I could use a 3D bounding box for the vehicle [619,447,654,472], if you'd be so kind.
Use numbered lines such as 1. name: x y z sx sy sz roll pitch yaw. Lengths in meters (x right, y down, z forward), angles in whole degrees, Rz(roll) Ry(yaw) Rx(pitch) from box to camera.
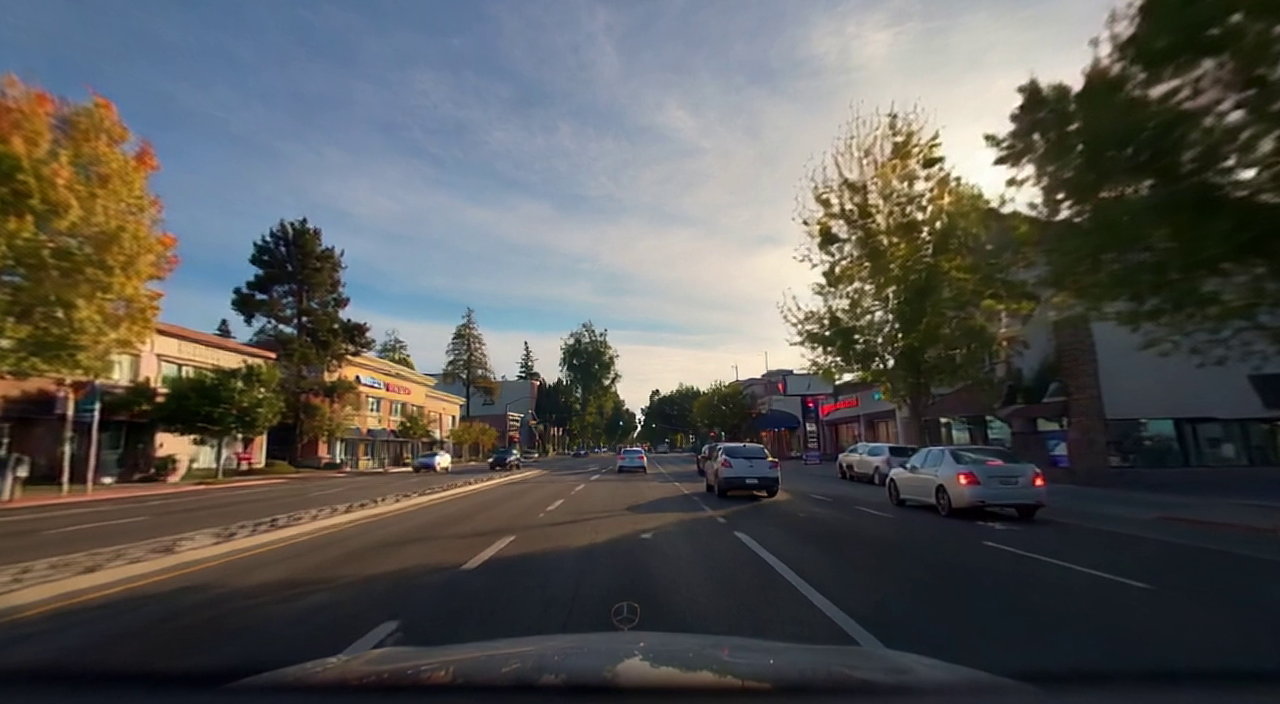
1. vehicle: -0.200 6.667 39.519 2.052 1.461 4.324 0 -9 0

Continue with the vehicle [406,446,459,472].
1. vehicle: -15.473 7.964 47.419 2.060 1.831 5.414 0 -9 1

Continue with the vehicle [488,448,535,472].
1. vehicle: -8.377 7.048 41.546 2.050 1.499 4.816 0 -9 1

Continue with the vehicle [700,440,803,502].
1. vehicle: 3.052 3.377 18.420 2.072 1.545 4.578 0 -9 -1

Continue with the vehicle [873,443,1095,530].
1. vehicle: 6.685 2.632 13.033 1.952 1.449 4.544 0 -9 -1
